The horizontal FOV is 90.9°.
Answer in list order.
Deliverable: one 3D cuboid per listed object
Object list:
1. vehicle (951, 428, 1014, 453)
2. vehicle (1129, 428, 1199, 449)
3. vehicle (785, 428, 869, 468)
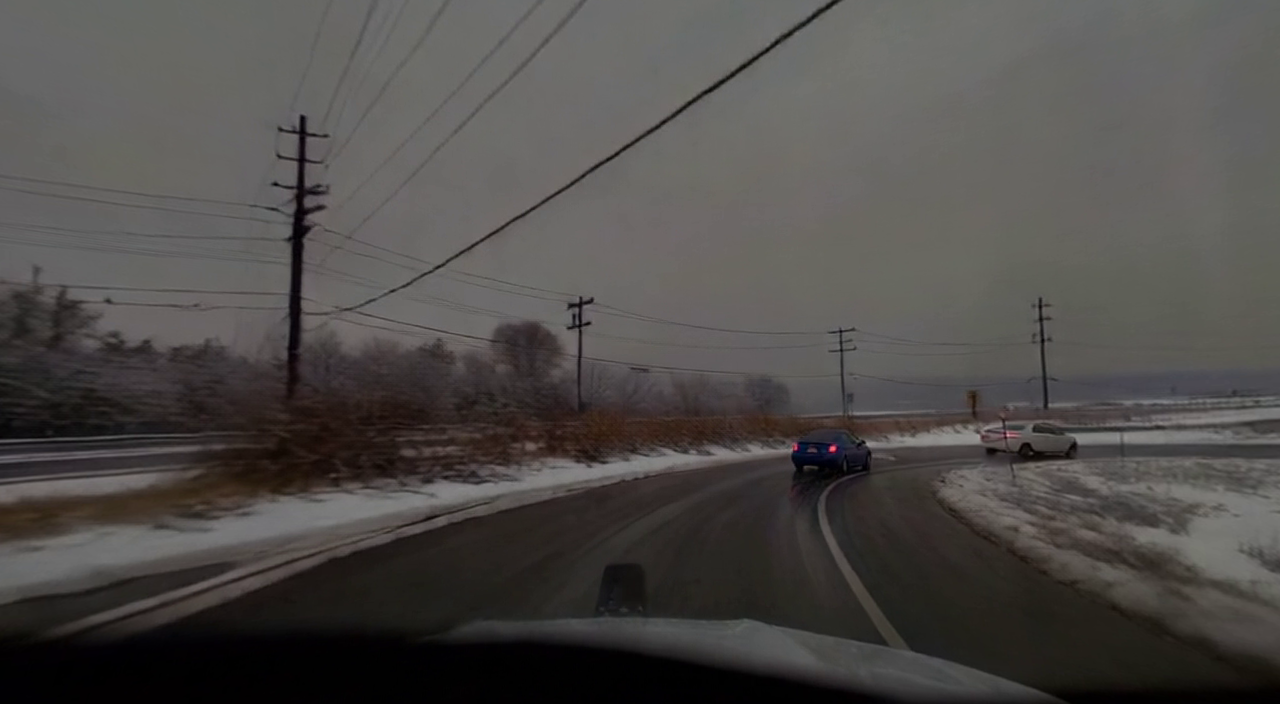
[{"bbox_3d":[22.226,5.709,40.870,4.307,1.465,1.836,5,-9,-37],"label":"vehicle"},{"bbox_3d":[40.191,6.626,48.370,4.102,1.552,1.931,1,-8,-14],"label":"vehicle"},{"bbox_3d":[7.396,3.706,24.654,2.026,1.407,4.374,-6,-9,31],"label":"vehicle"}]
